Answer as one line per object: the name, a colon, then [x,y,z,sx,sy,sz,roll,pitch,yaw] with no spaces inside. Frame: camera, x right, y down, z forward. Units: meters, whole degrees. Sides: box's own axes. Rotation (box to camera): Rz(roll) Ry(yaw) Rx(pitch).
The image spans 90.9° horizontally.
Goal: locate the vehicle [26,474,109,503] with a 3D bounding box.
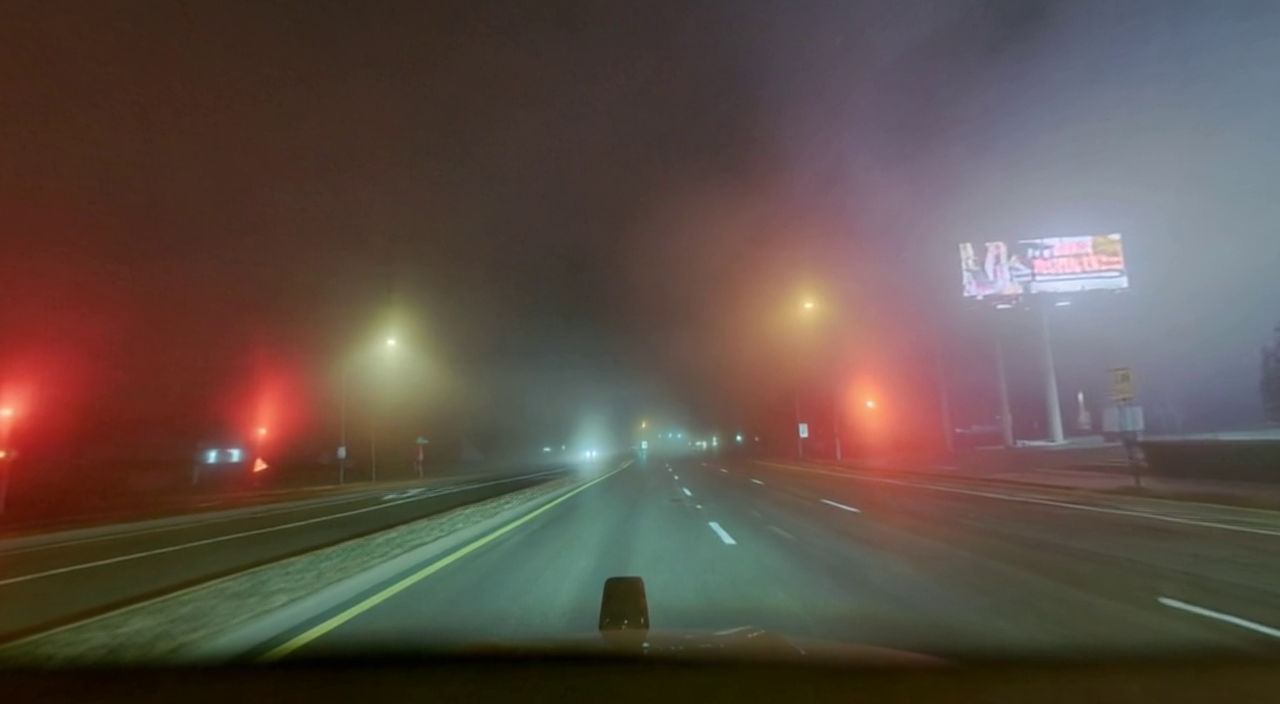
vehicle: [-36.983,8.799,40.838,1.736,1.540,3.854,0,-8,0]
